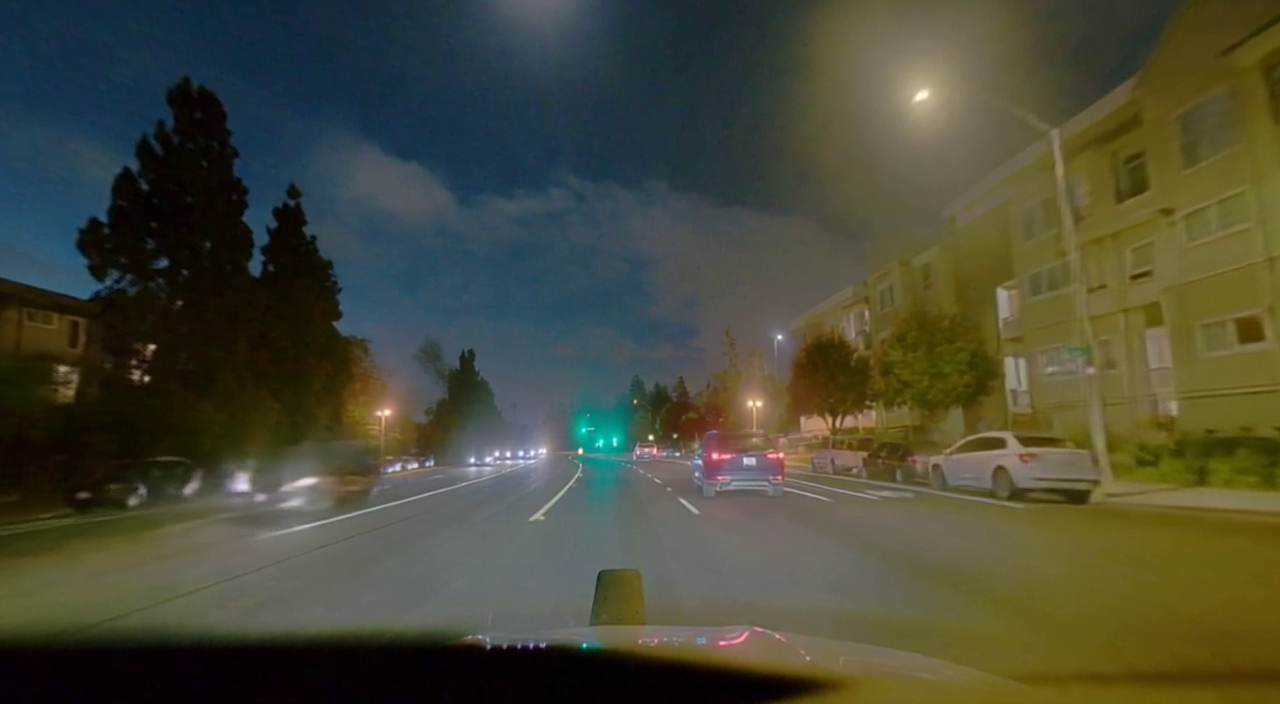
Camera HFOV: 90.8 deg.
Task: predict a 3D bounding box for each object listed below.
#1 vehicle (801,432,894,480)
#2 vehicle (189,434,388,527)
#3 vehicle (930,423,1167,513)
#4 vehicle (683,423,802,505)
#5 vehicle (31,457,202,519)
[{"bbox_3d":[8.873,4.467,27.516,2.052,1.853,4.886,0,-8,-4],"label":"vehicle"},{"bbox_3d":[-8.202,2.994,15.464,2.233,1.850,4.801,-1,-8,-2],"label":"vehicle"},{"bbox_3d":[9.340,2.676,15.153,2.186,1.750,4.805,0,-8,-4],"label":"vehicle"},{"bbox_3d":[2.429,2.816,16.324,2.085,1.763,4.490,-1,-8,-3],"label":"vehicle"},{"bbox_3d":[-18.081,4.666,22.215,2.145,1.764,4.653,-1,-8,-2],"label":"vehicle"}]
